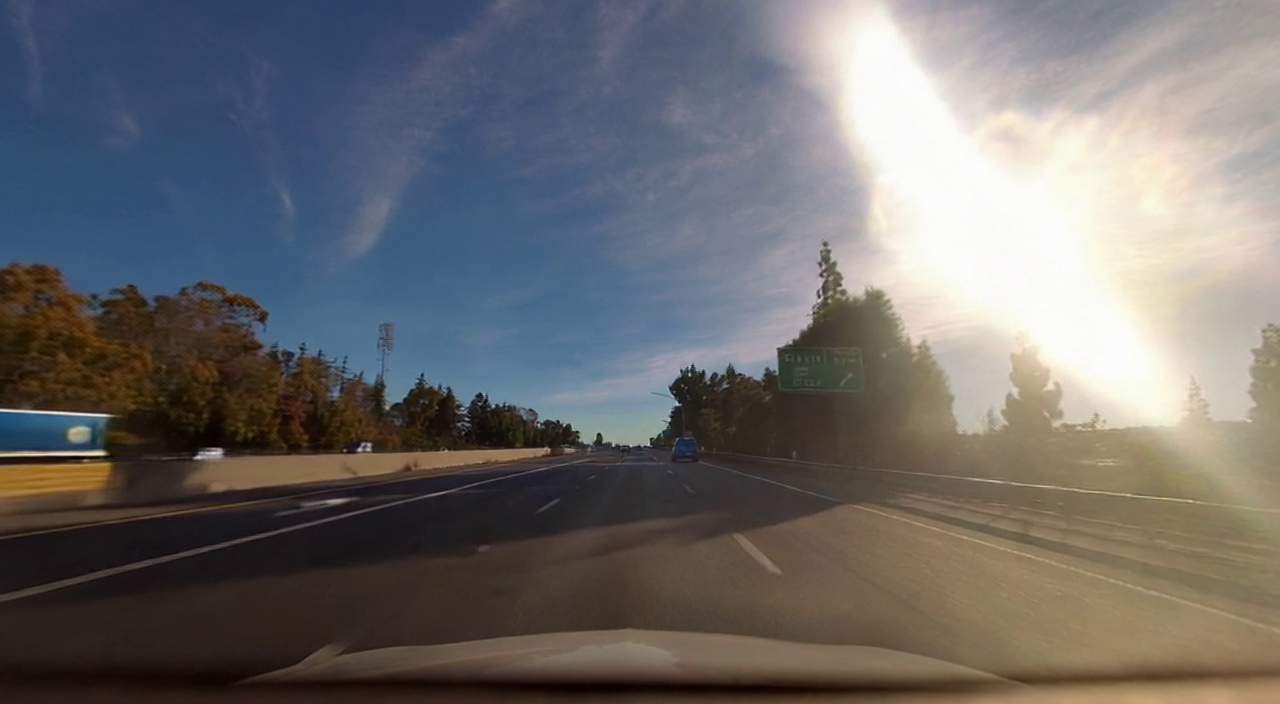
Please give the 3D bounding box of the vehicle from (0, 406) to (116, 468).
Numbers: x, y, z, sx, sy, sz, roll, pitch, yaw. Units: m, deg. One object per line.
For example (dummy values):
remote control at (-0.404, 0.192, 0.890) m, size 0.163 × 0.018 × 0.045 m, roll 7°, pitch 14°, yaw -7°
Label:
vehicle at (-42.690, 5.612, 41.405) m, size 2.854 × 3.962 × 16.533 m, roll 0°, pitch -8°, yaw -1°
